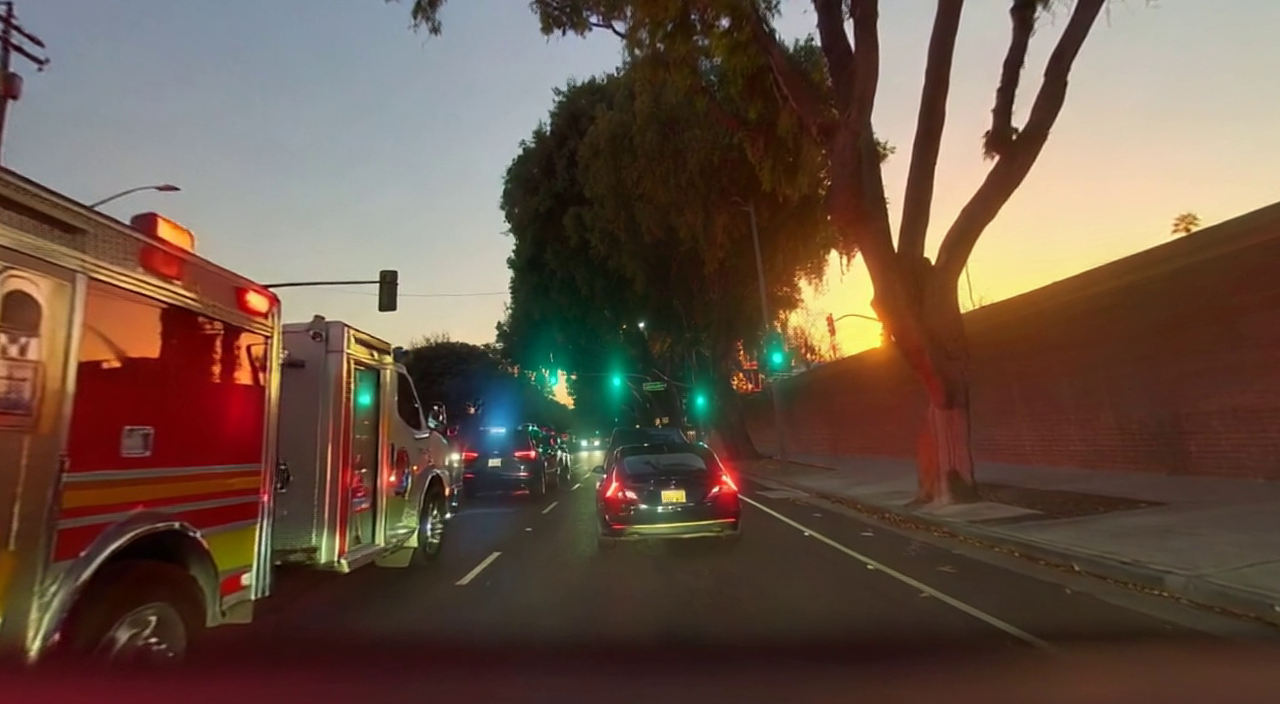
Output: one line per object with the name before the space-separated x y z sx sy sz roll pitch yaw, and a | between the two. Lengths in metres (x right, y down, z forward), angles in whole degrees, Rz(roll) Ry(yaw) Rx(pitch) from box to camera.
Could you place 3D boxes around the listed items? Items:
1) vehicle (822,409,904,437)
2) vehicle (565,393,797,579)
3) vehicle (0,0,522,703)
vehicle | 14.404 4.604 40.914 4.528 1.704 2.073 2 -9 -12
vehicle | 0.233 1.695 8.866 2.332 1.831 4.930 0 -8 -4
vehicle | -3.468 0.594 5.742 3.504 3.426 7.085 1 -7 -1
